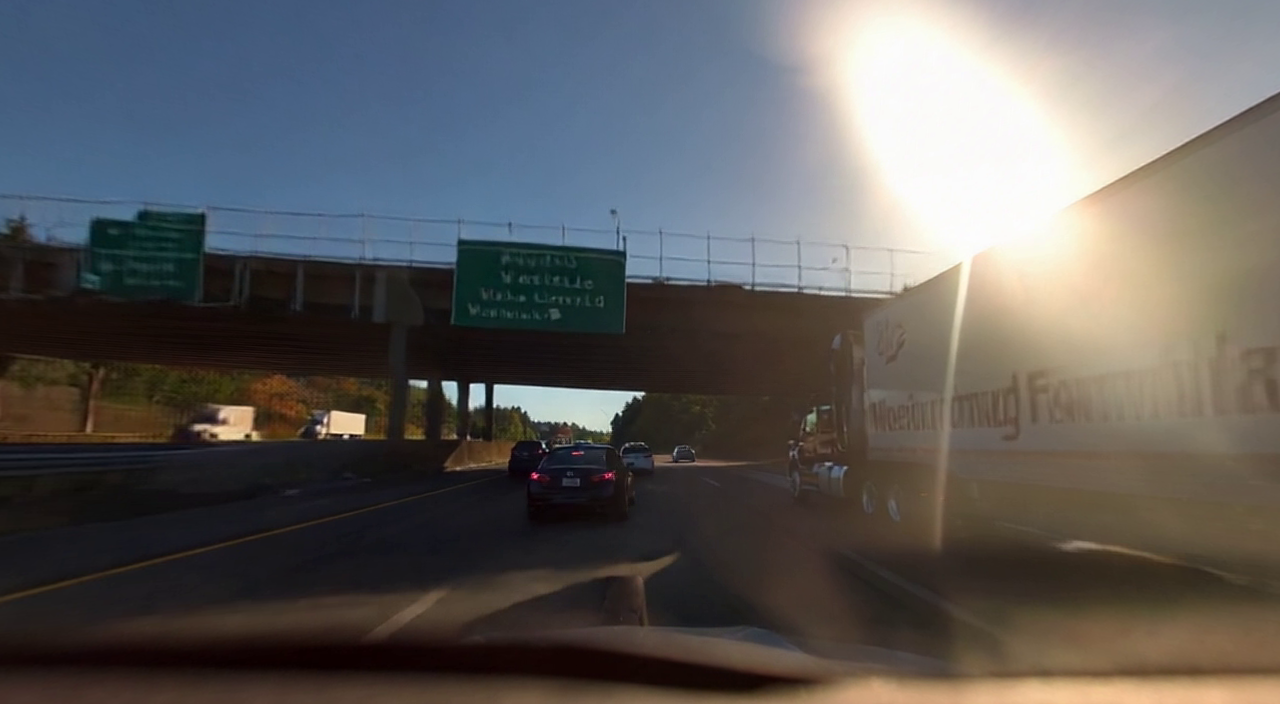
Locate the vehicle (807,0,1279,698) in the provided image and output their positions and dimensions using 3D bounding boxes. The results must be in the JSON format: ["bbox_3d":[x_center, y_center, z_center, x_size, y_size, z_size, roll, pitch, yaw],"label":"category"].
[{"bbox_3d":[4.891,0.181,5.691,2.825,4.043,14.051,0,-9,0],"label":"vehicle"}]

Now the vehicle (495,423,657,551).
[{"bbox_3d":[-0.769,1.995,9.862,2.038,1.582,3.729,-1,-9,1],"label":"vehicle"}]

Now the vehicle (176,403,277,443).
[{"bbox_3d":[-22.277,3.947,34.179,2.075,1.926,5.266,0,-9,-3],"label":"vehicle"}]
